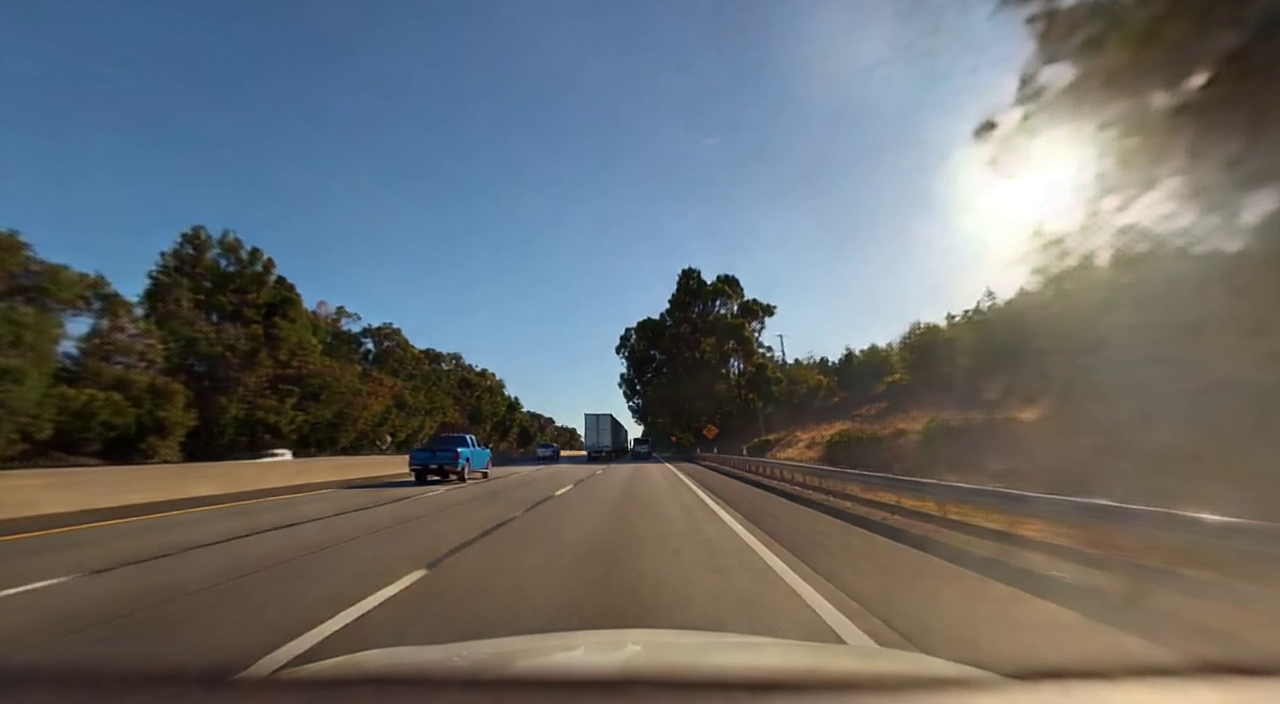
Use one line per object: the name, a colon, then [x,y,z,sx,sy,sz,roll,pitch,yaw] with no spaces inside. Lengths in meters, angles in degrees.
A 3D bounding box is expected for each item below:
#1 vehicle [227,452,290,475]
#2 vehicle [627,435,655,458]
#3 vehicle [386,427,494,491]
vehicle: [-29.673,8.687,49.230,1.963,1.610,4.674,0,-8,0]
vehicle: [0.069,7.189,48.043,2.072,1.630,4.529,0,-8,0]
vehicle: [-6.533,3.543,21.247,2.149,1.884,4.627,0,-8,-1]
